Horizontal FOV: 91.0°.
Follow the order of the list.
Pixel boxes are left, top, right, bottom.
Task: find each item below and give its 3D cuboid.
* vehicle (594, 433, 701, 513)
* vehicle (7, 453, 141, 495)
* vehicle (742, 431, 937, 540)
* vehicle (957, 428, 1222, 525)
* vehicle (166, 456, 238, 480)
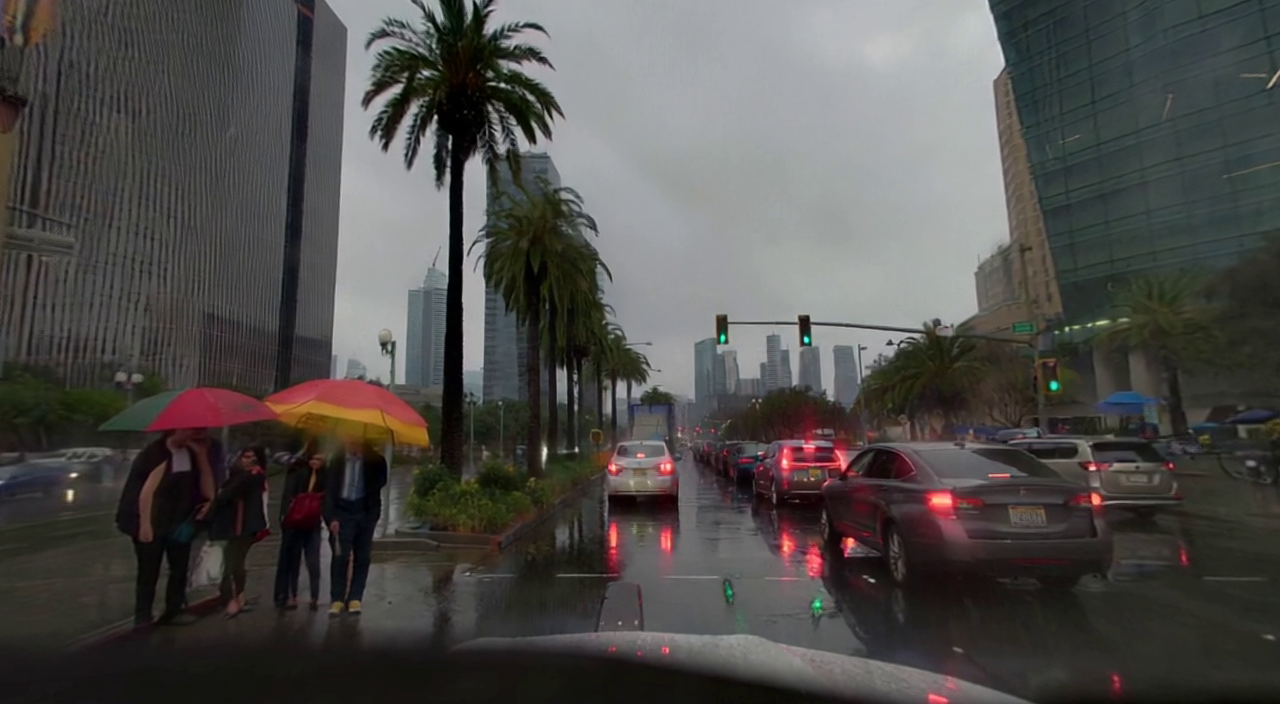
[{"bbox_3d":[0.179,2.612,13.996,2.048,1.503,3.681,0,-9,1],"label":"vehicle"},{"bbox_3d":[-26.696,5.718,29.964,2.105,1.793,4.812,0,-9,-4],"label":"vehicle"},{"bbox_3d":[3.102,2.173,10.909,1.913,1.469,4.425,0,-9,0],"label":"vehicle"},{"bbox_3d":[8.177,2.280,12.085,1.859,1.508,4.259,0,-9,-1],"label":"vehicle"},{"bbox_3d":[-30.498,8.062,44.006,1.829,1.483,4.745,0,-9,-4],"label":"vehicle"}]
